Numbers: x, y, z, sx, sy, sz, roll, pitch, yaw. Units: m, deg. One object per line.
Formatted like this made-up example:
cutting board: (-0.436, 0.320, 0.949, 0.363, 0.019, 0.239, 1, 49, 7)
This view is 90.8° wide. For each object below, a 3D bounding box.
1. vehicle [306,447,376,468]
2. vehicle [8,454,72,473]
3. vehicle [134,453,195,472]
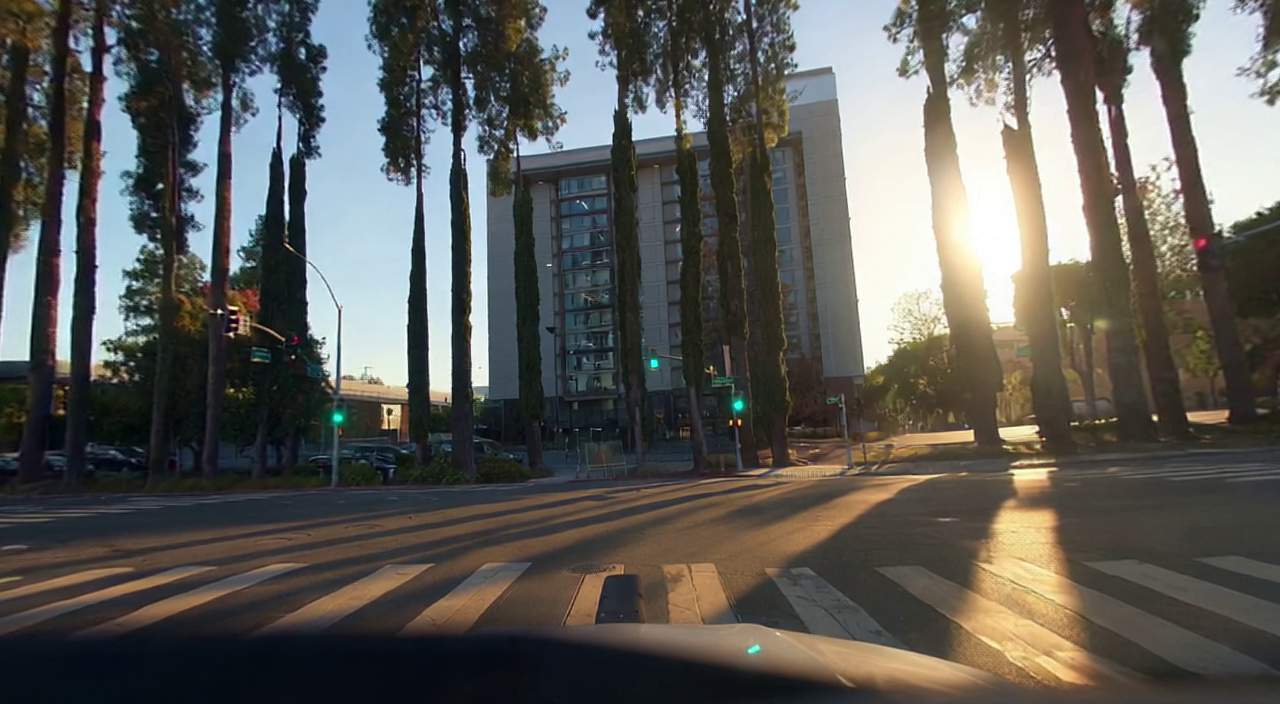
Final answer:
vehicle: (-22.007, 7.770, 46.579, 4.207, 1.508, 1.875, -1, -9, 2)
vehicle: (-46.387, 8.579, 48.894, 1.627, 1.392, 3.330, 0, -9, -1)
vehicle: (-36.456, 8.470, 48.554, 1.709, 1.410, 3.945, 0, -9, -1)
